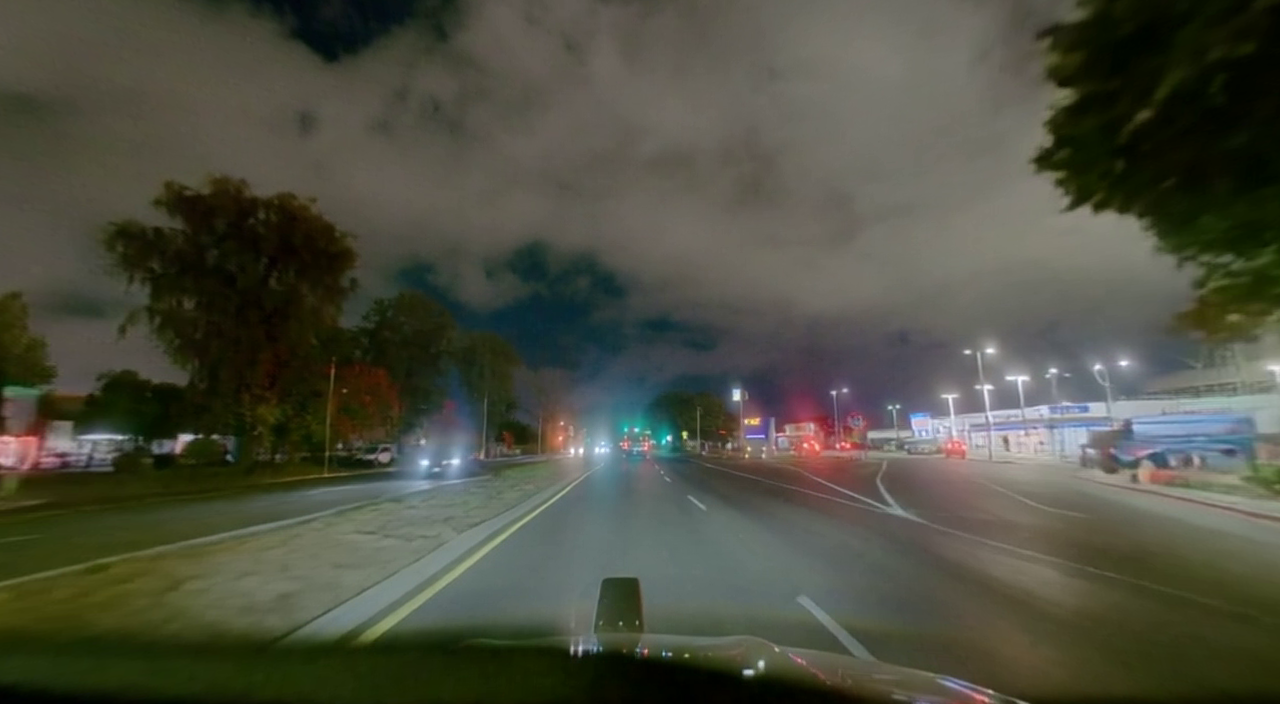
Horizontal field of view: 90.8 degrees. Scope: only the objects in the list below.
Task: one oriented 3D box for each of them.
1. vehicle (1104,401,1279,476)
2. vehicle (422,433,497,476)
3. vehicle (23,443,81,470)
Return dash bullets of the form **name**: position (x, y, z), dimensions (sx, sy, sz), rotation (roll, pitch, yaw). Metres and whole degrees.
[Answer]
- **vehicle**: position (25.798, 3.917, 28.401), dimensions (8.606, 3.093, 2.803), rotation (2, -8, -13)
- **vehicle**: position (-7.759, 4.438, 27.638), dimensions (2.008, 1.701, 4.430), rotation (1, -8, -1)
- **vehicle**: position (-39.483, 6.934, 42.347), dimensions (5.533, 1.639, 2.403), rotation (-7, -11, 44)
